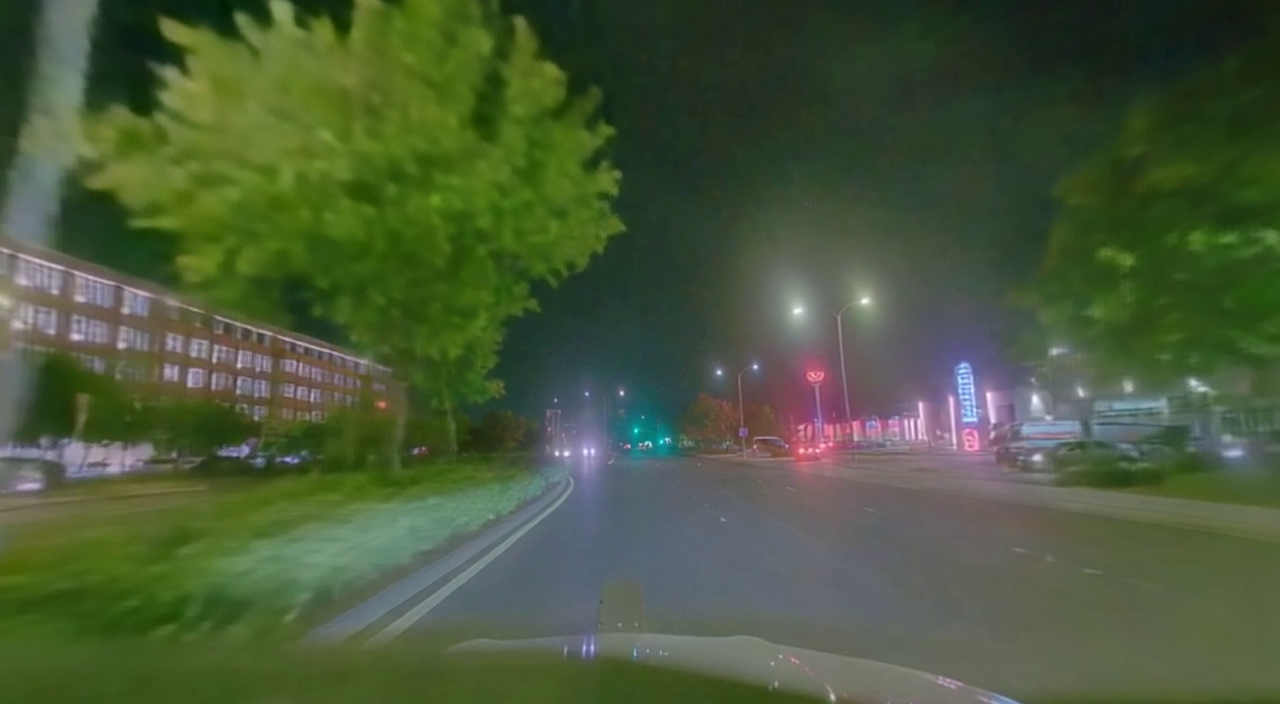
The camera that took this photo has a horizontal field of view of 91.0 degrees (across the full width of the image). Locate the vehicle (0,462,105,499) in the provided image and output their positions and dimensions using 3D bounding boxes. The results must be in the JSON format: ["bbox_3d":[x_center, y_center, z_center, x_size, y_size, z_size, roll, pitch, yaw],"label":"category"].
[{"bbox_3d":[-29.620,6.233,30.630,4.739,1.638,2.515,0,-9,-1],"label":"vehicle"}]

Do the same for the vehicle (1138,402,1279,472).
[{"bbox_3d":[33.531,4.665,34.338,10.143,3.636,2.880,0,-9,-2],"label":"vehicle"}]

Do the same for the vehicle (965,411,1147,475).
[{"bbox_3d":[22.053,4.838,33.689,7.634,3.061,2.777,-1,-8,0],"label":"vehicle"}]
